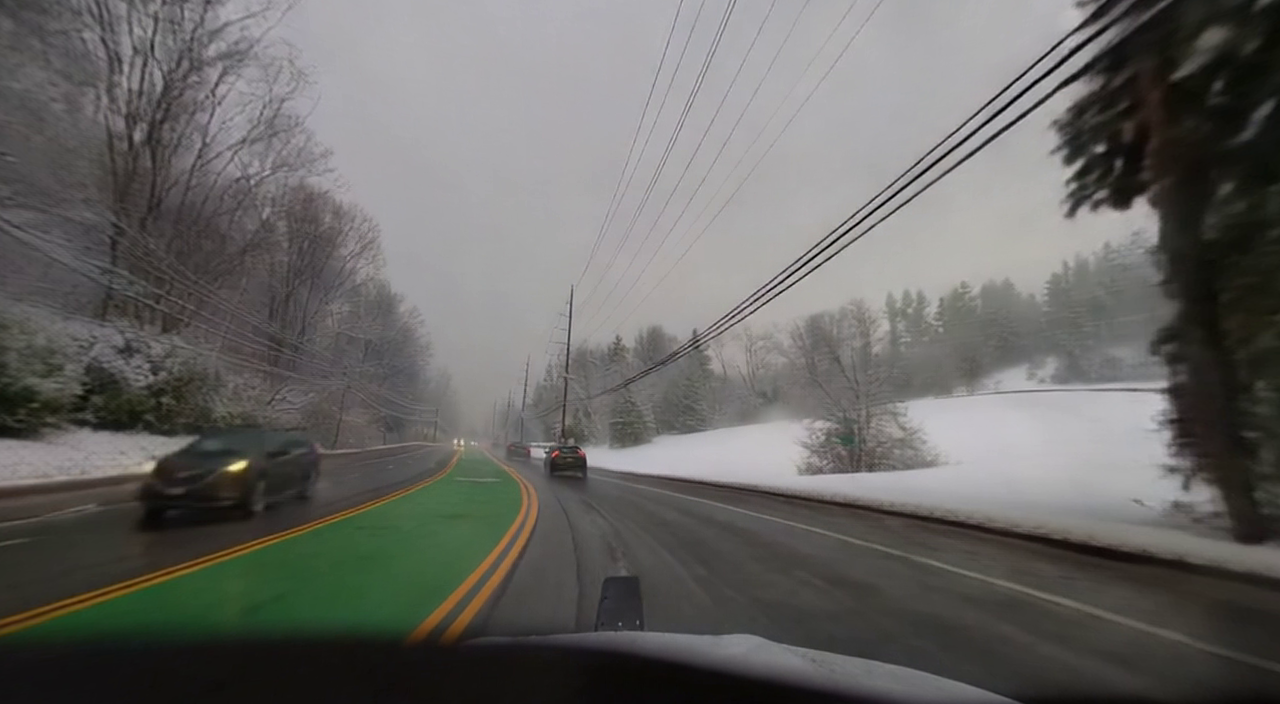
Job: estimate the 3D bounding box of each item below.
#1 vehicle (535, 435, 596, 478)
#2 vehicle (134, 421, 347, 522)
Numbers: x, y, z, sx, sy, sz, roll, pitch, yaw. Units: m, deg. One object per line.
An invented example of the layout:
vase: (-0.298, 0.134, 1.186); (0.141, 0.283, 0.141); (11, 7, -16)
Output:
vehicle: (-3.523, 4.767, 29.026); (2.140, 1.767, 4.720); (2, -9, -14)
vehicle: (-7.883, 2.296, 13.087); (1.967, 1.688, 4.286); (0, -6, -6)
